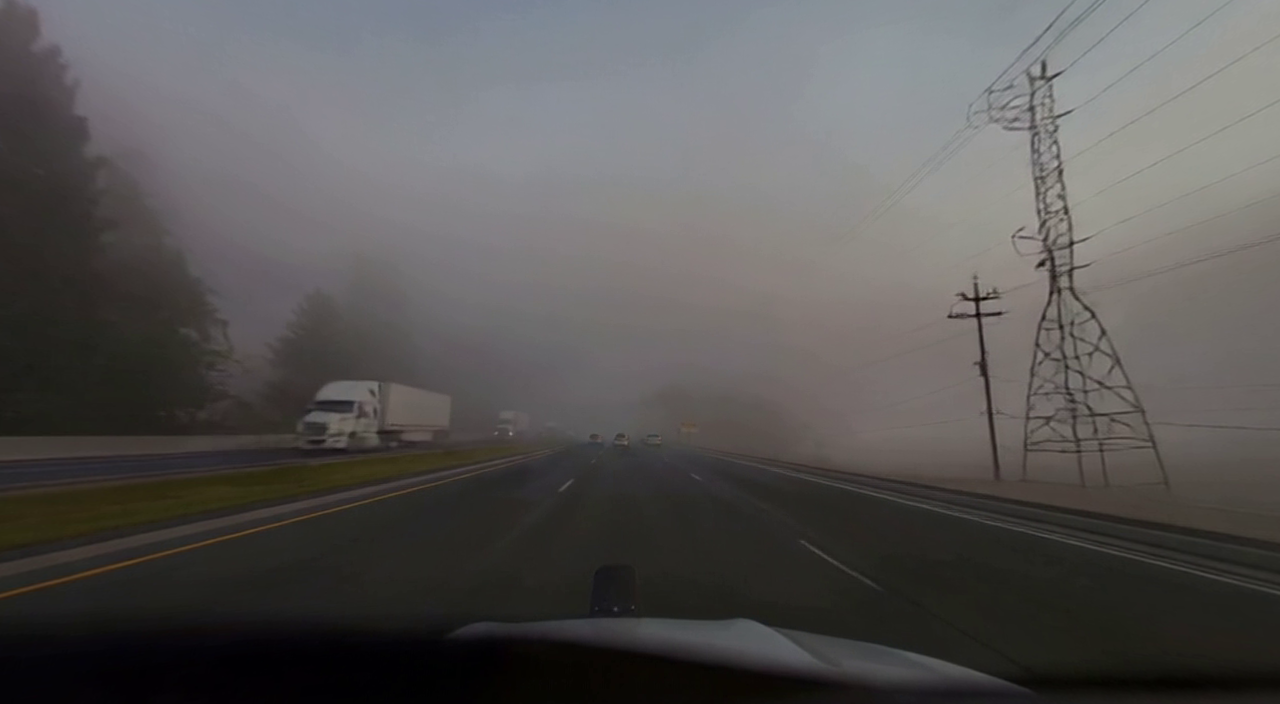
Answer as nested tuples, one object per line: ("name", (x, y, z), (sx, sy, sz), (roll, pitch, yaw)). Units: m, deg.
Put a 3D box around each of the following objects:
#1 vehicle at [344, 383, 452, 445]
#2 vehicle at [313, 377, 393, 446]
("vehicle", (-17.067, 4.739, 45.897), (2.828, 3.852, 13.292), (0, -8, -1))
("vehicle", (-17.027, 3.617, 37.607), (3.032, 3.927, 3.511), (0, -8, -1))
